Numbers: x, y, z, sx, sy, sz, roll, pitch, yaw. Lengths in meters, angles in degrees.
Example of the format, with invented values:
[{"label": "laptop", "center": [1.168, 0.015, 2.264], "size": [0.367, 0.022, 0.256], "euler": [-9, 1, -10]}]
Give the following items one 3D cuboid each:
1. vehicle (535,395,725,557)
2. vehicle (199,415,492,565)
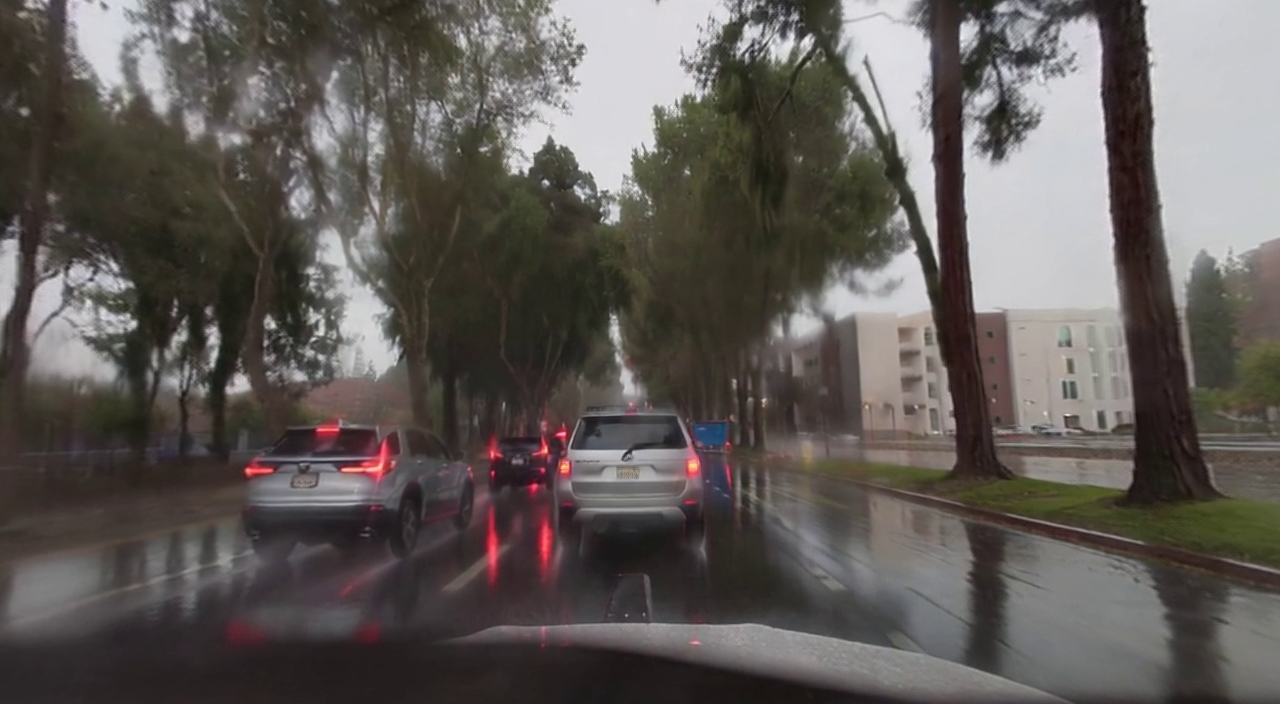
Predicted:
[{"label": "vehicle", "center": [-0.088, 1.652, 8.985], "size": [2.075, 1.770, 4.018], "euler": [0, -8, 1]}, {"label": "vehicle", "center": [-3.760, 1.845, 9.250], "size": [1.959, 1.614, 4.676], "euler": [0, -8, 1]}]
